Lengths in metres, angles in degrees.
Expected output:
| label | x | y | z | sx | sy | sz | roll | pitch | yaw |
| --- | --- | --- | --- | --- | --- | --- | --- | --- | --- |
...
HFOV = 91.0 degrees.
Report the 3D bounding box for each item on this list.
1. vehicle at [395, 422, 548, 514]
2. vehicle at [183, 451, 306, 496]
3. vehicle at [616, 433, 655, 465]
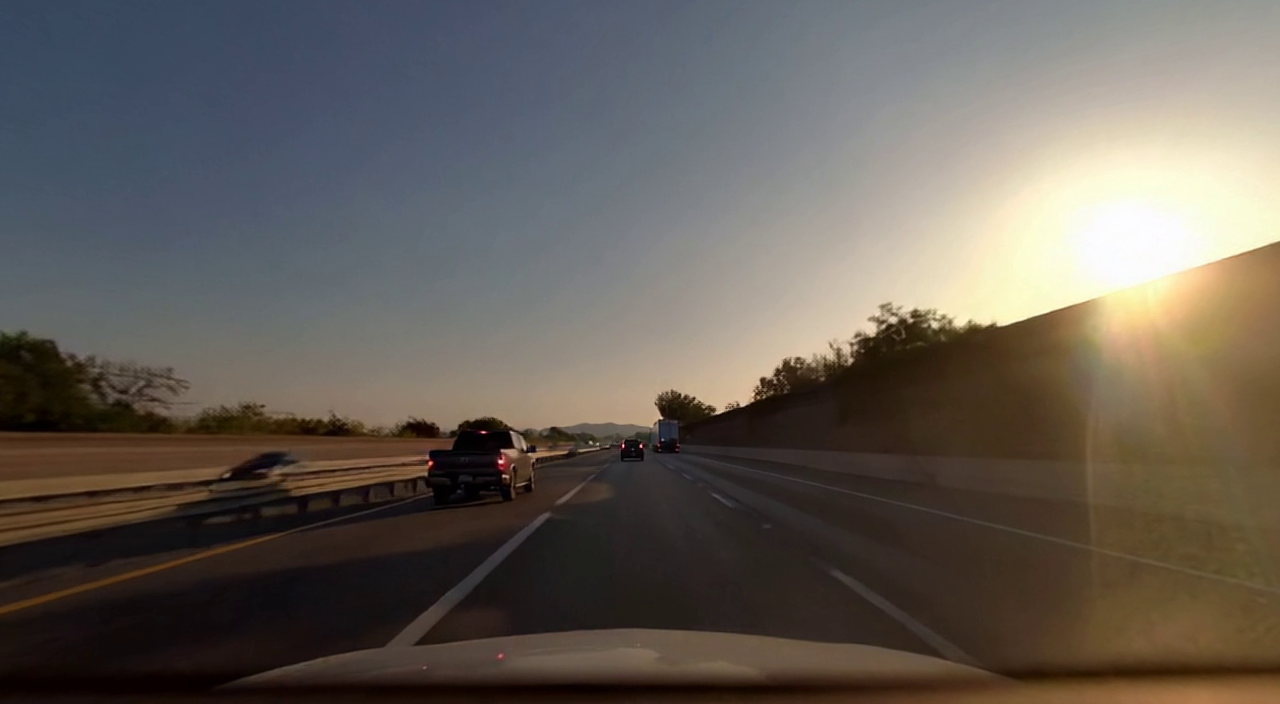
| label | x | y | z | sx | sy | sz | roll | pitch | yaw |
| --- | --- | --- | --- | --- | --- | --- | --- | --- | --- |
| vehicle | -3.617 | 2.581 | 14.571 | 2.326 | 1.761 | 4.450 | 0 | -8 | 0 |
| vehicle | -15.287 | 4.678 | 24.700 | 1.933 | 1.496 | 4.597 | 0 | -8 | -1 |
| vehicle | -0.355 | 6.487 | 42.231 | 2.456 | 2.007 | 4.728 | 0 | -8 | -2 |
